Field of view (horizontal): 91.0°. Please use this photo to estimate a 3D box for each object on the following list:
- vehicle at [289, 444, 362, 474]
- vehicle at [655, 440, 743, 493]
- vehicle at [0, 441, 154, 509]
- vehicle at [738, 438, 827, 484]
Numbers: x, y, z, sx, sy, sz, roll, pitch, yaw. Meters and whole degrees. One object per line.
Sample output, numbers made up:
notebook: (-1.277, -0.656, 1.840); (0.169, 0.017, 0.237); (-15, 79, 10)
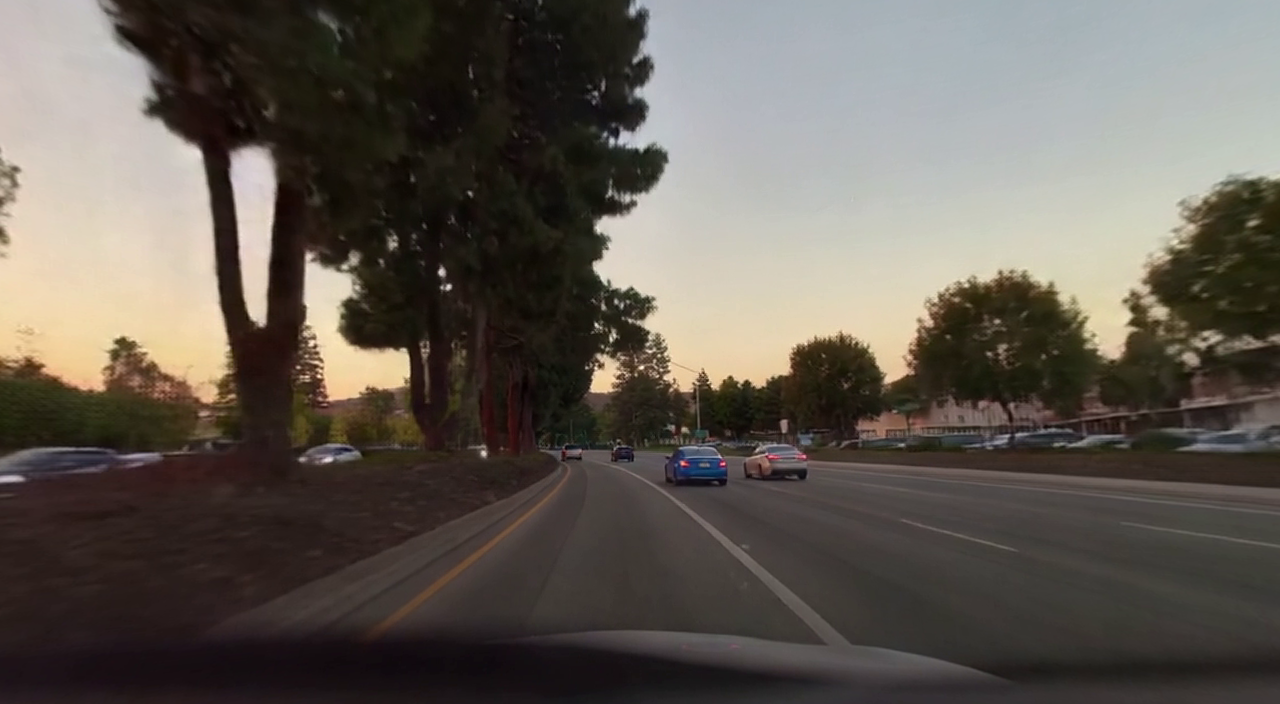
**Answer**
vehicle: (-16.608, 5.643, 33.513); (1.891, 1.475, 4.659); (0, -8, -5)
vehicle: (1.726, 3.572, 20.082); (2.077, 1.464, 4.134); (0, -8, -5)
vehicle: (-15.107, 3.019, 16.018); (1.926, 1.483, 4.651); (0, -8, -3)
vehicle: (5.037, 3.921, 22.958); (1.901, 1.474, 4.363); (0, -8, -5)
